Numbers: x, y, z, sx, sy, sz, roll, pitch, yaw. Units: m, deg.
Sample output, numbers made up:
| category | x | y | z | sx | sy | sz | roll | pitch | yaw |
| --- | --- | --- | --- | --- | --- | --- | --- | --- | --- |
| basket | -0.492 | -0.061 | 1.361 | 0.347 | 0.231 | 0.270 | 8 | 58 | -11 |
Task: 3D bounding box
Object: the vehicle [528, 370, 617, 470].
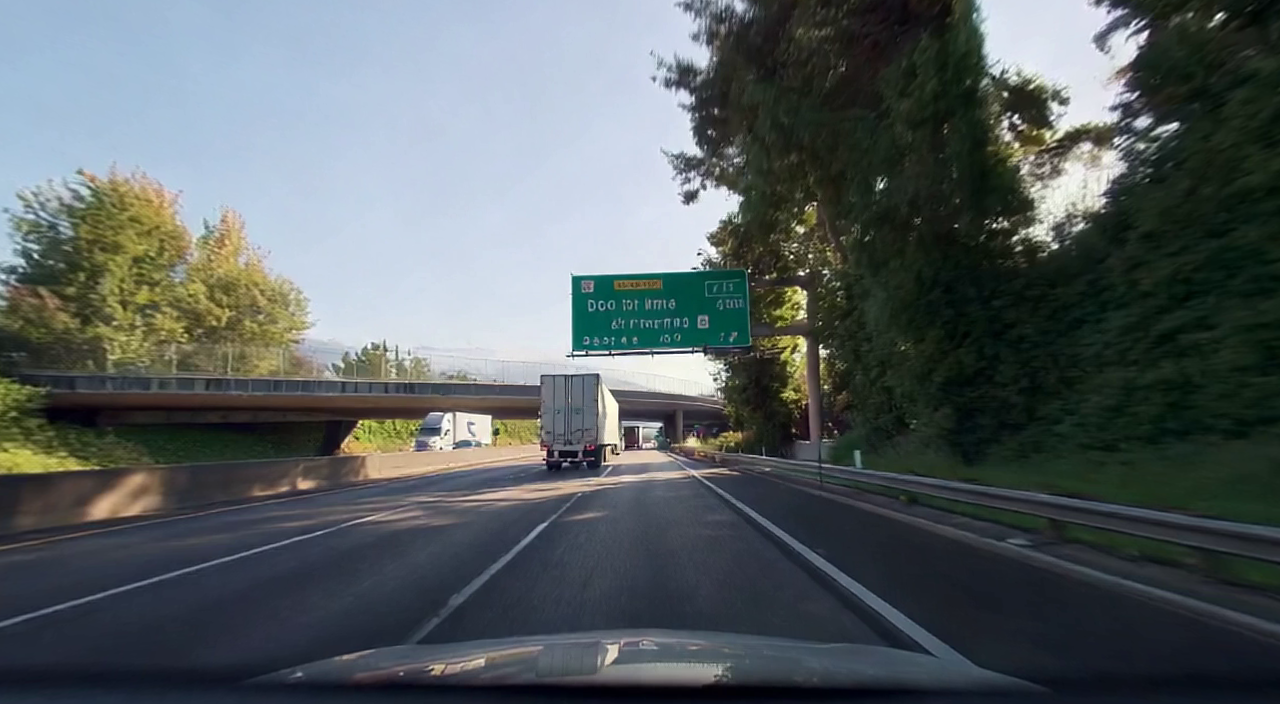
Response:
| category | x | y | z | sx | sy | sz | roll | pitch | yaw |
| --- | --- | --- | --- | --- | --- | --- | --- | --- | --- |
| vehicle | -3.024 | 3.781 | 32.779 | 2.947 | 4.051 | 14.256 | 1 | -8 | 0 |
